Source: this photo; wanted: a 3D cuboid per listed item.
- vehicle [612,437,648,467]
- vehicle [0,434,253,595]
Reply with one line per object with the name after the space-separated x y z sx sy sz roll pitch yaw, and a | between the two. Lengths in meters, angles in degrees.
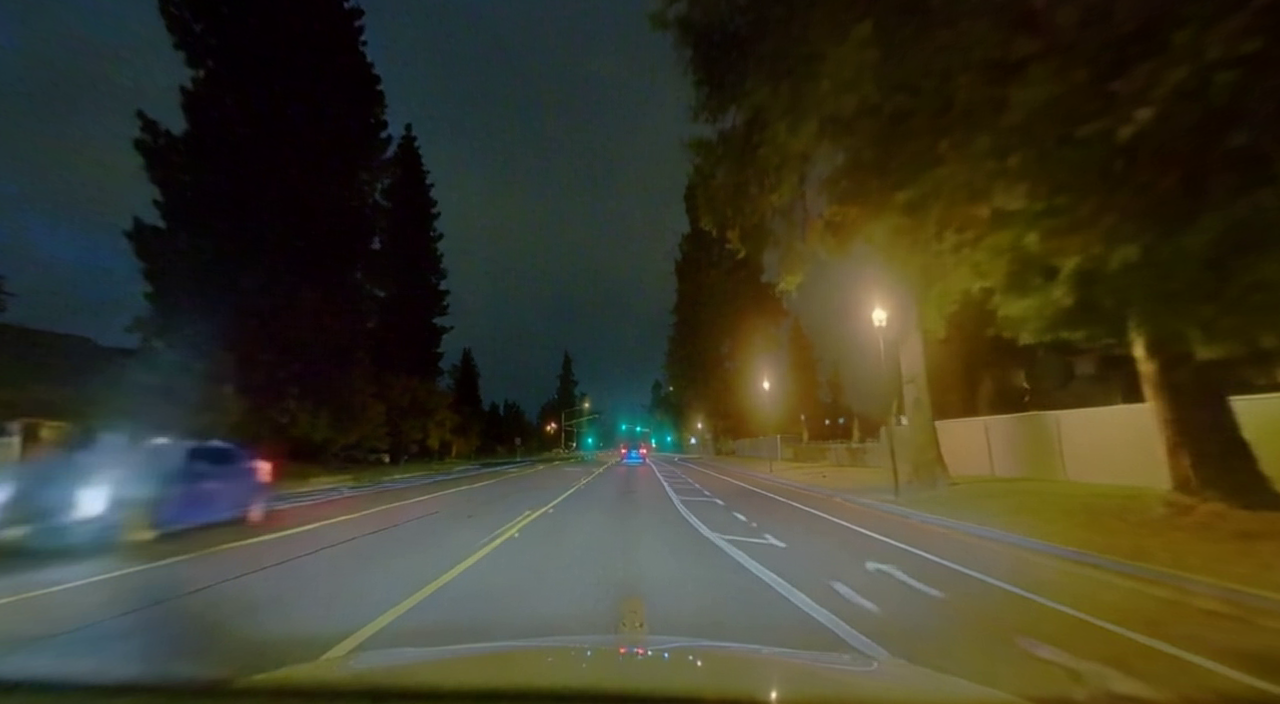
-0.683 6.510 41.421 2.230 1.827 4.298 0 -8 -1 | vehicle
-7.253 1.889 8.223 1.967 1.571 3.853 0 -8 0 | vehicle
